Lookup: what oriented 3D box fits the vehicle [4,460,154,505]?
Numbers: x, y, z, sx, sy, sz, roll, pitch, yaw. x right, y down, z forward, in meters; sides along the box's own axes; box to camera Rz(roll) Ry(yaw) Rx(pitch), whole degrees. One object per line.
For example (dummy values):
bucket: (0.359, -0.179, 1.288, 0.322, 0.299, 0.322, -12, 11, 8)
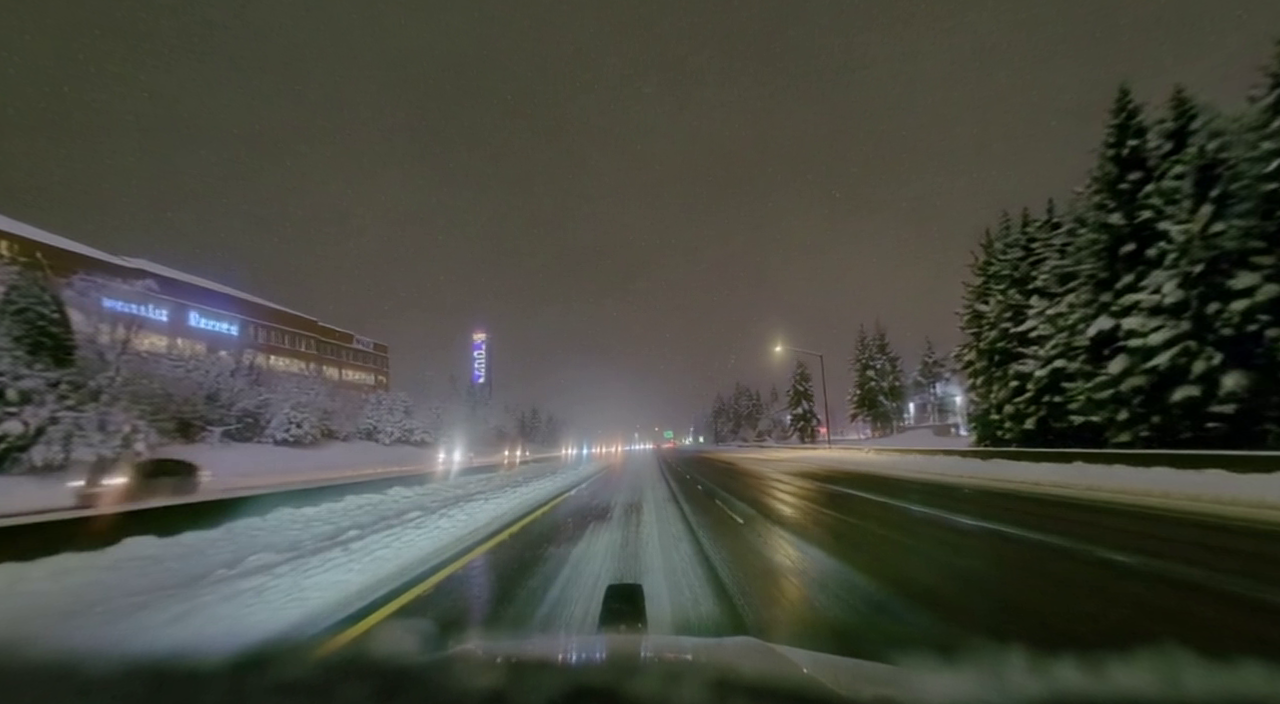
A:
vehicle: (-22.157, 5.129, 25.209, 1.888, 1.494, 4.467, 0, -8, 0)
